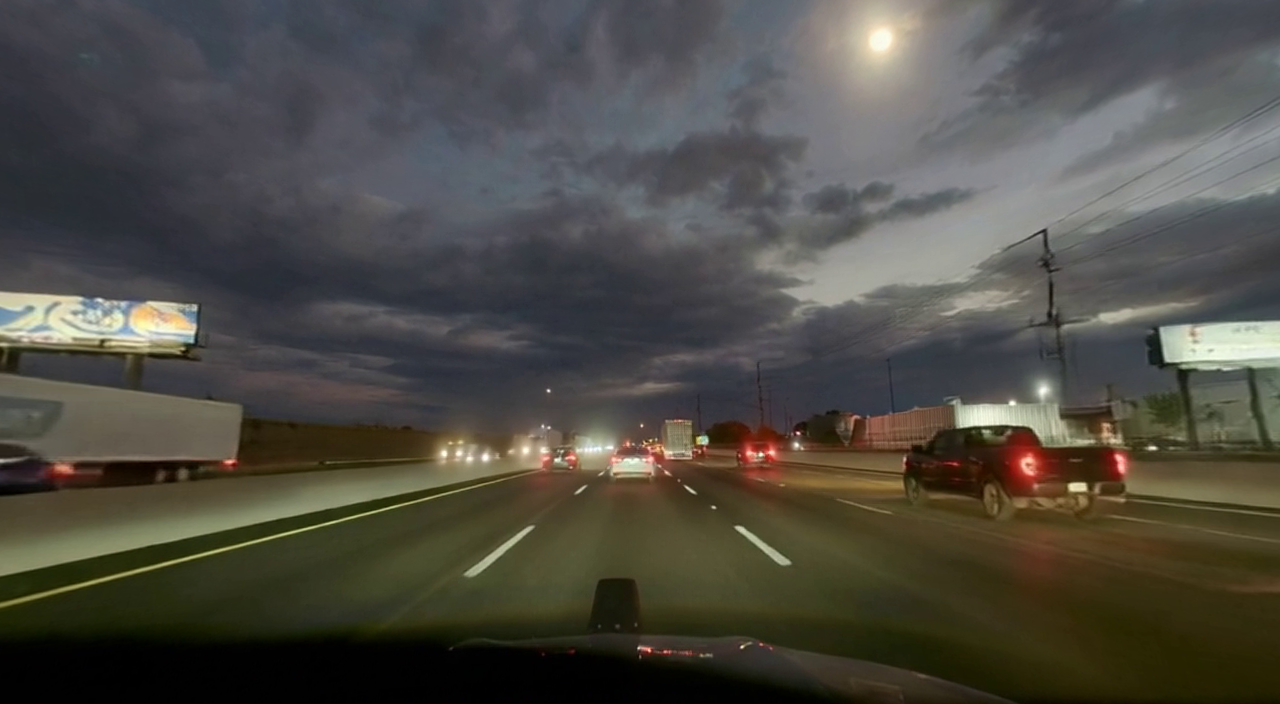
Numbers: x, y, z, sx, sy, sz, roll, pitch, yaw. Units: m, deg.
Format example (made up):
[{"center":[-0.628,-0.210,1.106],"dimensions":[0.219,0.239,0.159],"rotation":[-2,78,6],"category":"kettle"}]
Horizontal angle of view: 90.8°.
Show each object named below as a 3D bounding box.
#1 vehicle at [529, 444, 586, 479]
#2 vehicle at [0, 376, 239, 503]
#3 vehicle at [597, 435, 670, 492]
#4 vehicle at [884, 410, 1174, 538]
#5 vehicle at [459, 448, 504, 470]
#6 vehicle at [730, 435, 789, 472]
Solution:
[{"center":[-3.785,5.106,29.743],"dimensions":[2.025,1.498,4.675],"rotation":[0,-9,0],"category":"vehicle"},{"center":[-20.513,3.322,23.411],"dimensions":[2.868,3.748,12.679],"rotation":[0,-9,0],"category":"vehicle"},{"center":[-0.228,3.669,21.070],"dimensions":[2.191,1.685,4.015],"rotation":[0,-9,-1],"category":"vehicle"},{"center":[6.757,2.196,11.970],"dimensions":[2.086,1.862,5.232],"rotation":[0,-9,-1],"category":"vehicle"},{"center":[-11.046,7.478,44.409],"dimensions":[1.877,1.457,4.546],"rotation":[0,-9,1],"category":"vehicle"},{"center":[6.916,5.969,37.187],"dimensions":[2.302,1.973,5.502],"rotation":[0,-9,-1],"category":"vehicle"}]
